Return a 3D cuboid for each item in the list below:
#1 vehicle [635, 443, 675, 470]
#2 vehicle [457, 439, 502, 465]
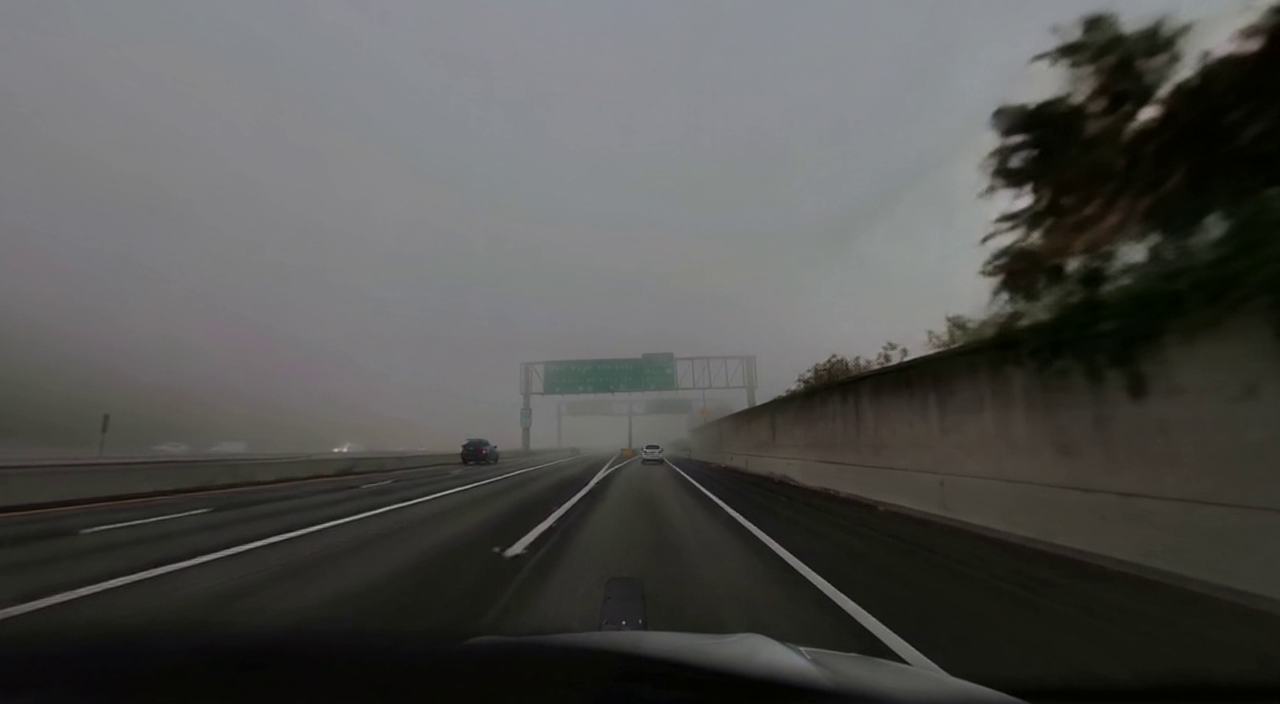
[{"bbox_3d":[0.838,6.029,36.578,2.137,1.461,3.999,-1,-8,1],"label":"vehicle"},{"bbox_3d":[-12.138,7.571,48.037,2.246,1.812,4.740,0,-8,-1],"label":"vehicle"}]
